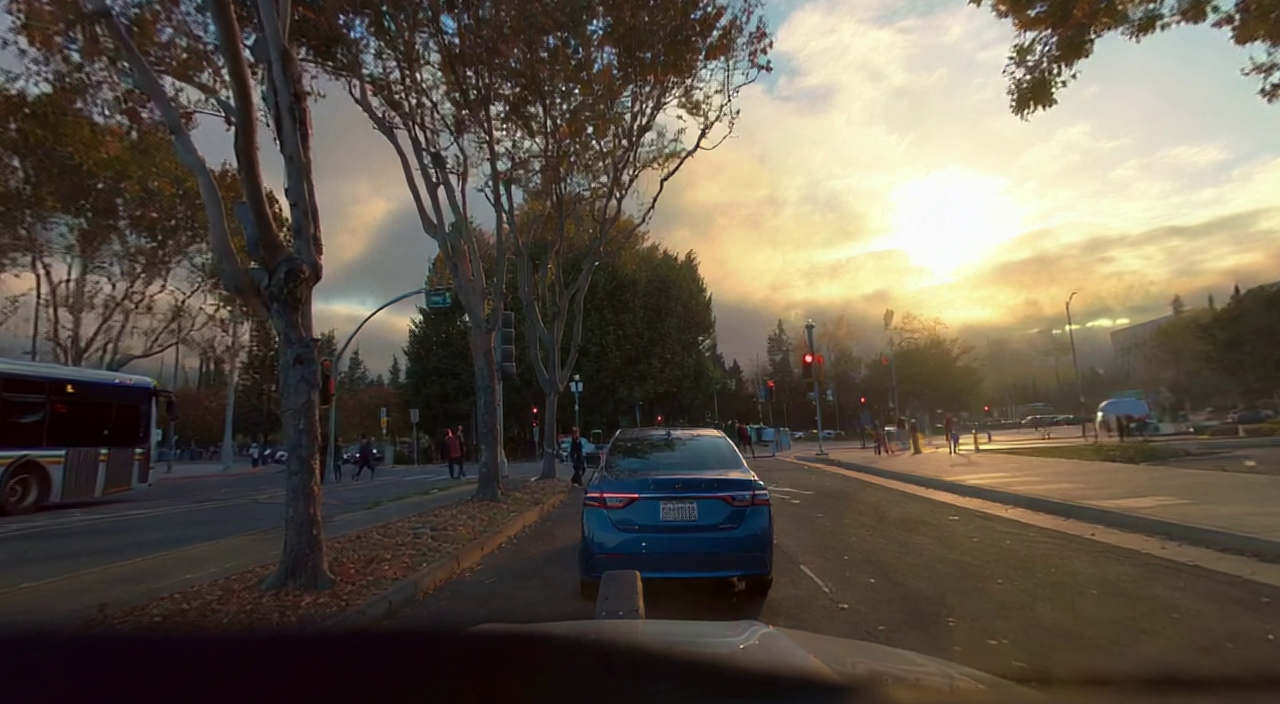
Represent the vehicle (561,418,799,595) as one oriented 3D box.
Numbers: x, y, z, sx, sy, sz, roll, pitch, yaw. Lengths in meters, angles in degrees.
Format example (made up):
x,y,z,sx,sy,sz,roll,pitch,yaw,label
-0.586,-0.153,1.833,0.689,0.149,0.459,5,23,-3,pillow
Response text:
x,y,z,sx,sy,sz,roll,pitch,yaw,label
0.381,1.612,7.393,2.035,1.499,3.799,0,-8,1,vehicle
